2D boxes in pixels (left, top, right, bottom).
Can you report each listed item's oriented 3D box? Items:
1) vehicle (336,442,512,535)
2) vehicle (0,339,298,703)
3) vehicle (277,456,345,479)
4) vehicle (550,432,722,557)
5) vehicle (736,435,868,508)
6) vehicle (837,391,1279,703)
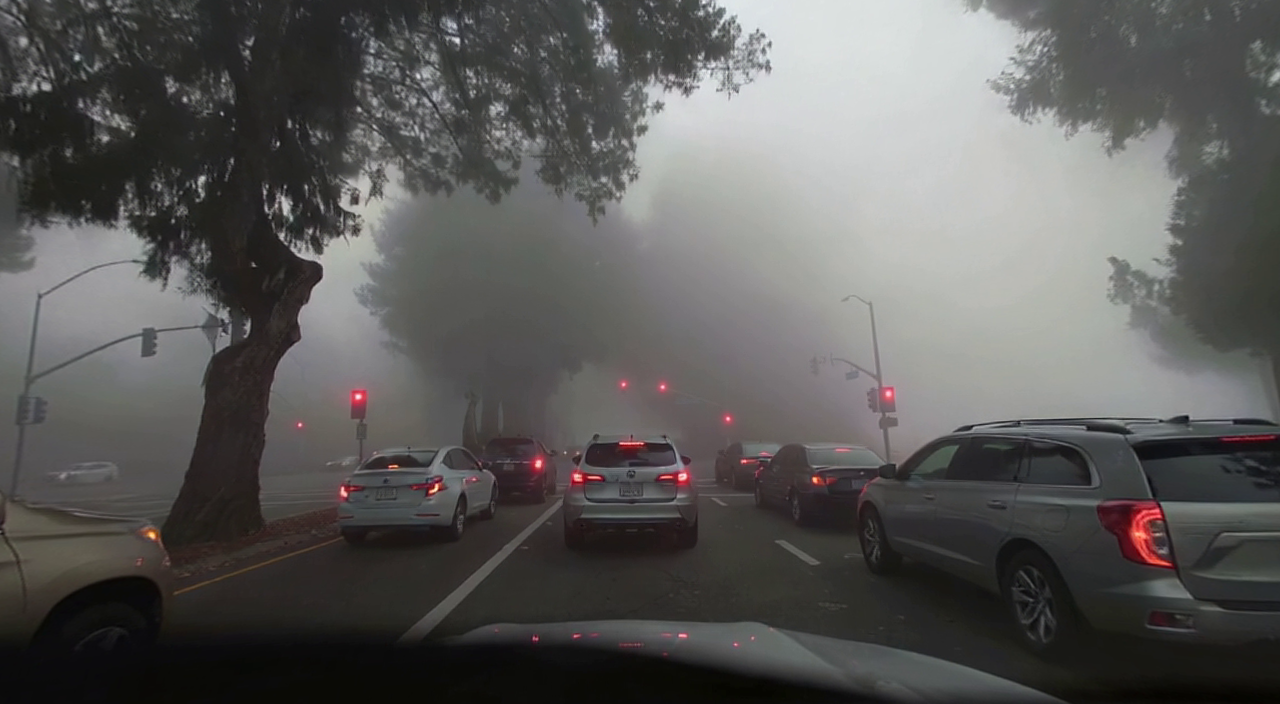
[{"bbox_3d":[-3.907,2.511,12.337,1.919,1.459,4.371,0,-8,-1],"label":"vehicle"},{"bbox_3d":[-3.641,0.836,2.551,2.047,1.764,4.369,0,-8,0],"label":"vehicle"},{"bbox_3d":[-25.275,8.865,48.631,4.310,1.674,1.937,-2,-9,12],"label":"vehicle"},{"bbox_3d":[-0.061,2.003,9.595,2.061,1.470,3.970,0,-8,0],"label":"vehicle"},{"bbox_3d":[3.667,2.779,15.242,1.922,1.472,4.440,0,-8,-1],"label":"vehicle"},{"bbox_3d":[3.405,1.309,5.422,1.933,1.564,4.600,0,-8,0],"label":"vehicle"}]
